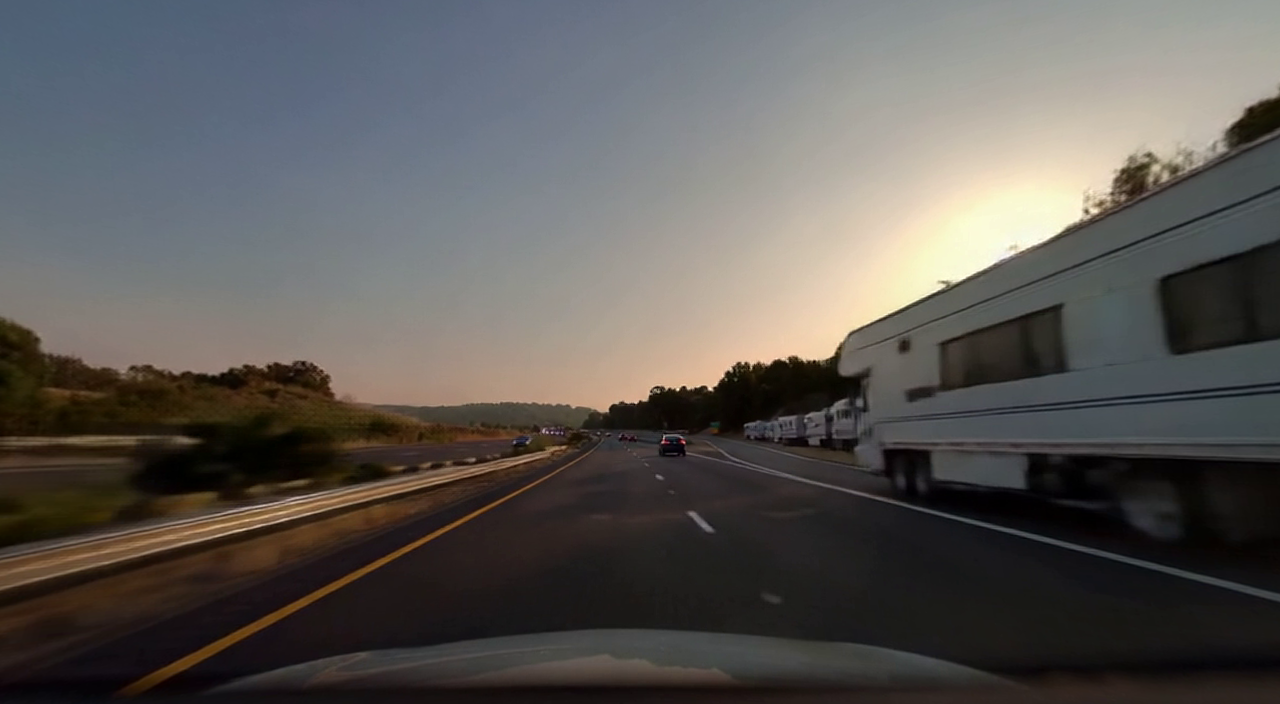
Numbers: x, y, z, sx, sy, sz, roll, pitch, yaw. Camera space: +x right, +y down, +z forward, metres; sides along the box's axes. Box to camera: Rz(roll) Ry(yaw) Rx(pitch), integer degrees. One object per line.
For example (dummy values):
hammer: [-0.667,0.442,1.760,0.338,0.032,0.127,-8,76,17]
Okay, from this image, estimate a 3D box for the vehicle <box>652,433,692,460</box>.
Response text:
vehicle: [1.818,5.575,37.266,2.037,1.504,4.248,0,-8,-2]

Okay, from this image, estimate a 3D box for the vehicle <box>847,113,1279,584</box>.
vehicle: [7.126,0.556,9.910,2.937,4.119,14.096,0,-8,0]
